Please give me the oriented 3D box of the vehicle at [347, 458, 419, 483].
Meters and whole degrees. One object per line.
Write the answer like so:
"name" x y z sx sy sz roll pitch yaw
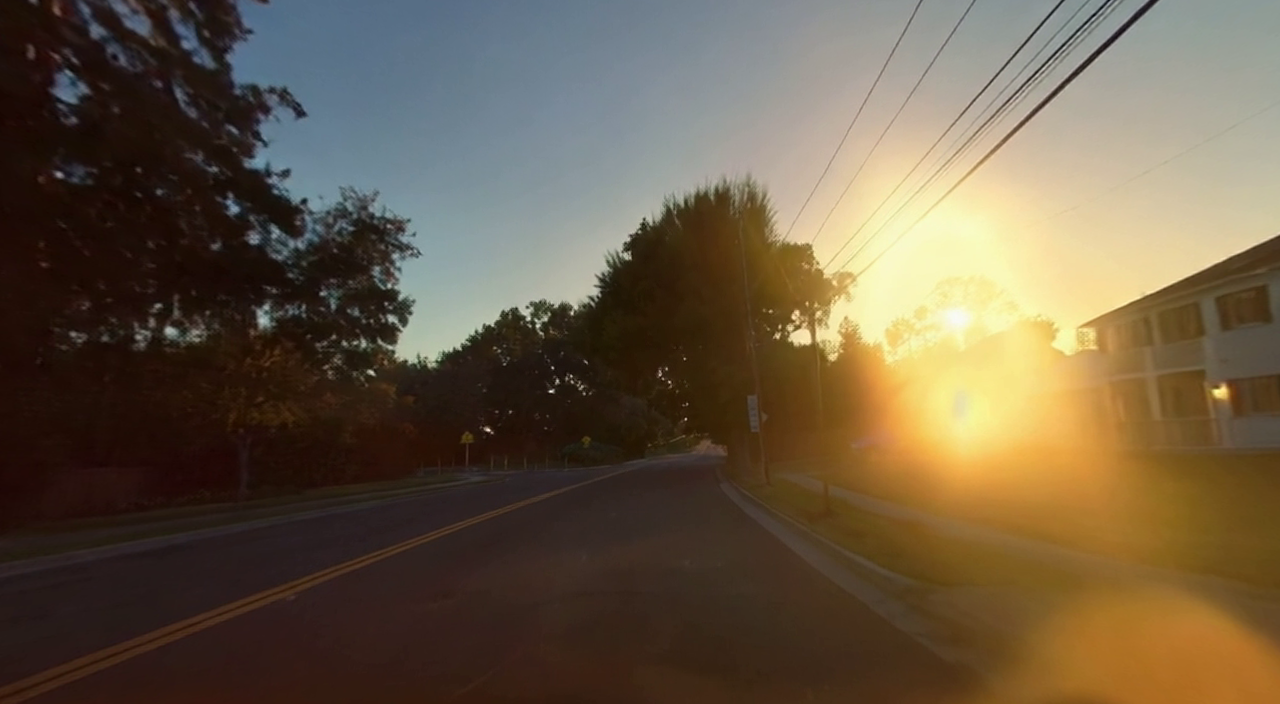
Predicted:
"vehicle" -18.052 8.341 44.367 4.270 1.481 1.972 -4 -9 10

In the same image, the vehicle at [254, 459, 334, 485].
"vehicle" -24.822 8.646 45.293 4.751 1.489 2.052 -5 -9 8

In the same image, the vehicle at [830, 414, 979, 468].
"vehicle" 11.824 4.095 28.630 5.704 1.788 2.095 -7 -11 9
